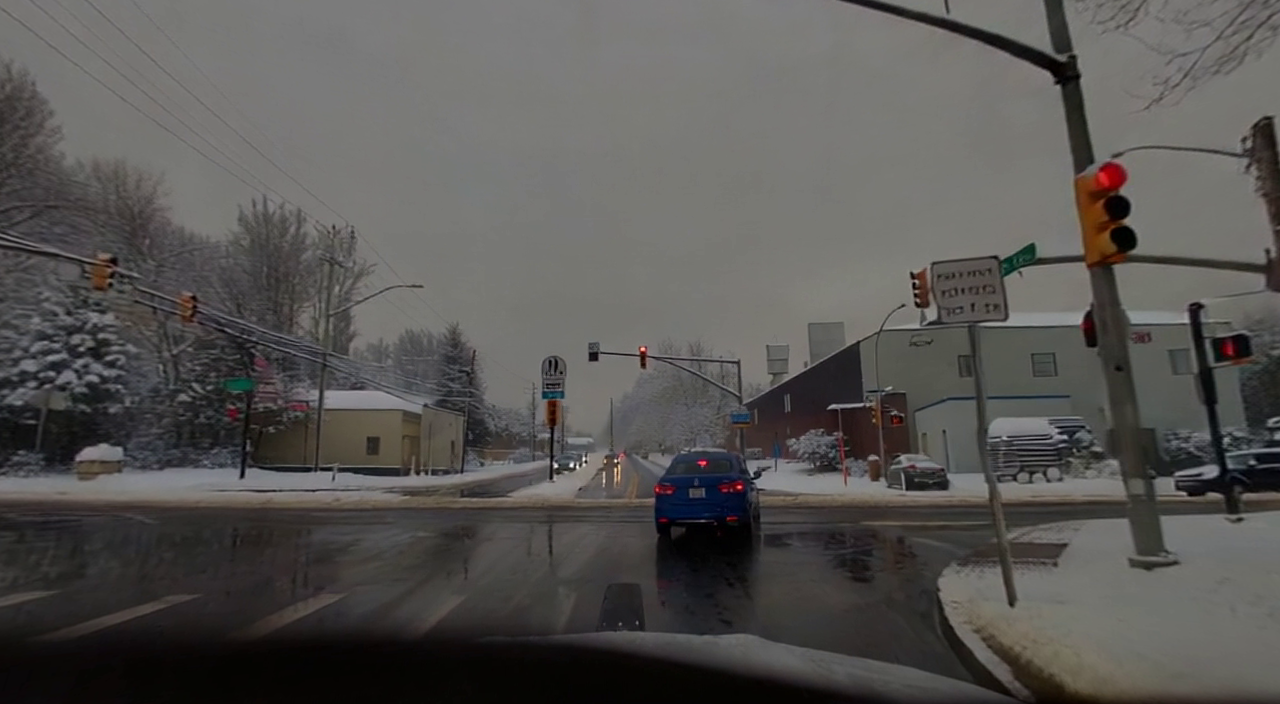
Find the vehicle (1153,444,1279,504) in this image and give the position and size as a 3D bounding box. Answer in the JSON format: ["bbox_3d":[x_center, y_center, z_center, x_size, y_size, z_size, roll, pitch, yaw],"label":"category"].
[{"bbox_3d":[16.682,3.265,17.119,3.876,1.512,1.784,0,-8,-1],"label":"vehicle"}]

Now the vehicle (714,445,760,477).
[{"bbox_3d":[6.692,7.491,43.557,1.491,2.041,2.964,6,-10,-33],"label":"vehicle"}]

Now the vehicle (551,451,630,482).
[{"bbox_3d":[-2.744,6.303,35.001,3.991,1.526,1.868,-5,-9,31],"label":"vehicle"}]

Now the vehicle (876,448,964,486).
[{"bbox_3d":[12.183,5.117,27.752,1.922,1.529,3.964,1,-12,-1],"label":"vehicle"}]
